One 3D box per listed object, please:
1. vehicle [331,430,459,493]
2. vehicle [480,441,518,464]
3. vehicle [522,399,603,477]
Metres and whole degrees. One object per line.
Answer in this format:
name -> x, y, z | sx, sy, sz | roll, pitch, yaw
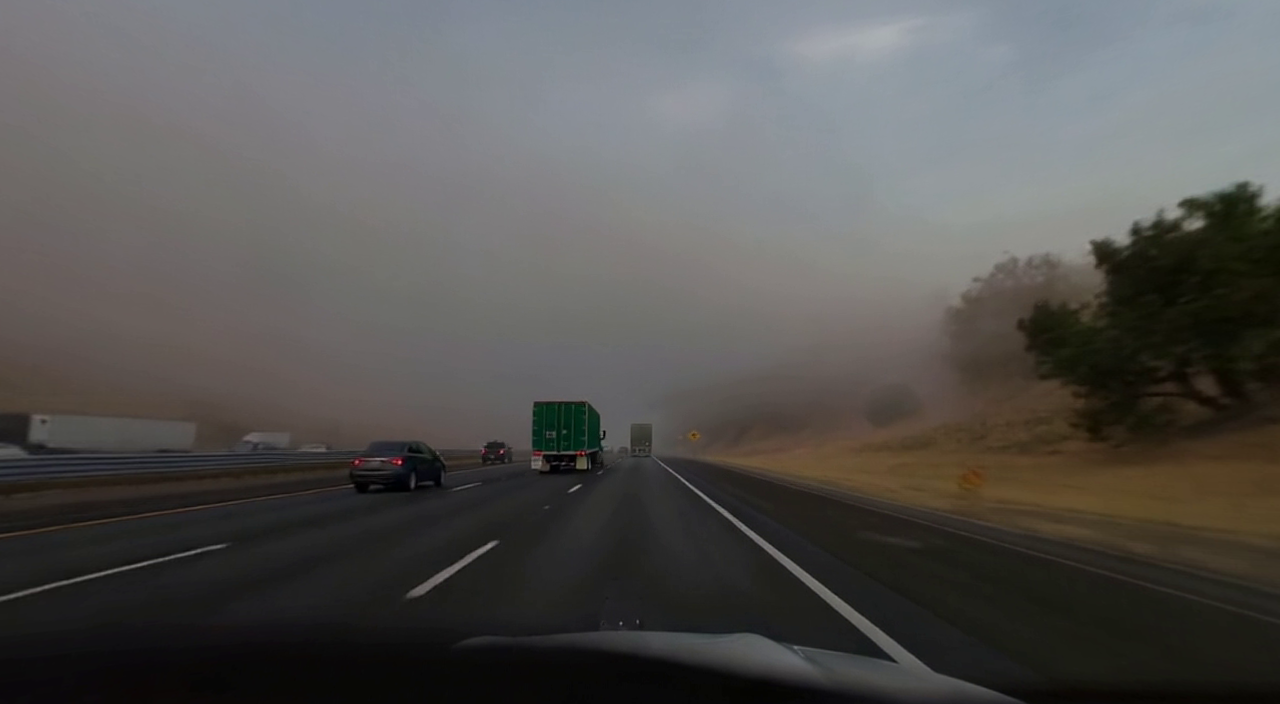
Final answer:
vehicle -> -7.550, 3.431, 20.035 | 2.125, 1.725, 4.715 | 0, -9, 0
vehicle -> -10.871, 7.804, 48.842 | 1.964, 1.652, 4.071 | 0, -9, 1
vehicle -> -3.622, 4.500, 32.442 | 2.789, 3.271, 10.894 | 0, -9, 0
